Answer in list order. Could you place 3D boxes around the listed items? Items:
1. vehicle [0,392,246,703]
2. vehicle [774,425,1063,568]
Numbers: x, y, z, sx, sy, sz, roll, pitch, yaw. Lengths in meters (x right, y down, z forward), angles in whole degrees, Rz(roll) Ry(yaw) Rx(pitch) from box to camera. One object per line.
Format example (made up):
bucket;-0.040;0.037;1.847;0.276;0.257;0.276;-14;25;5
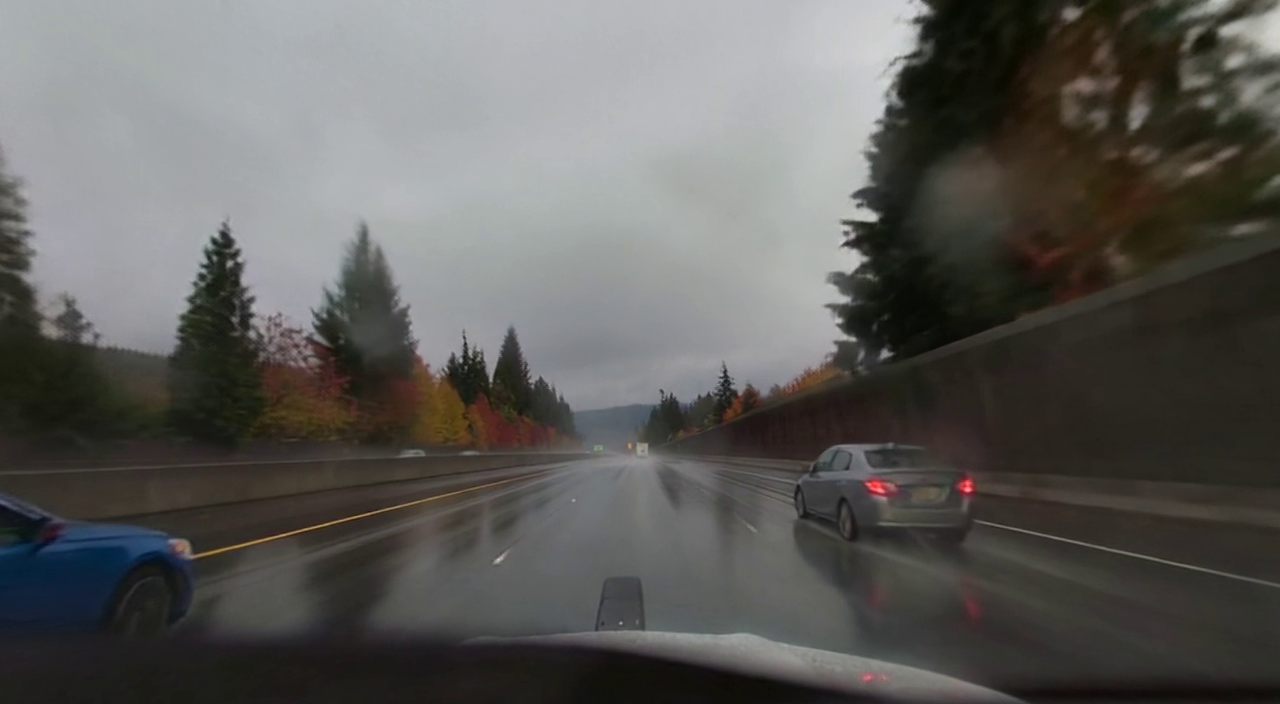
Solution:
vehicle;-3.956;0.896;2.415;2.010;1.550;4.376;0;-9;0
vehicle;3.605;1.960;9.405;2.146;1.573;4.661;0;-9;-1
